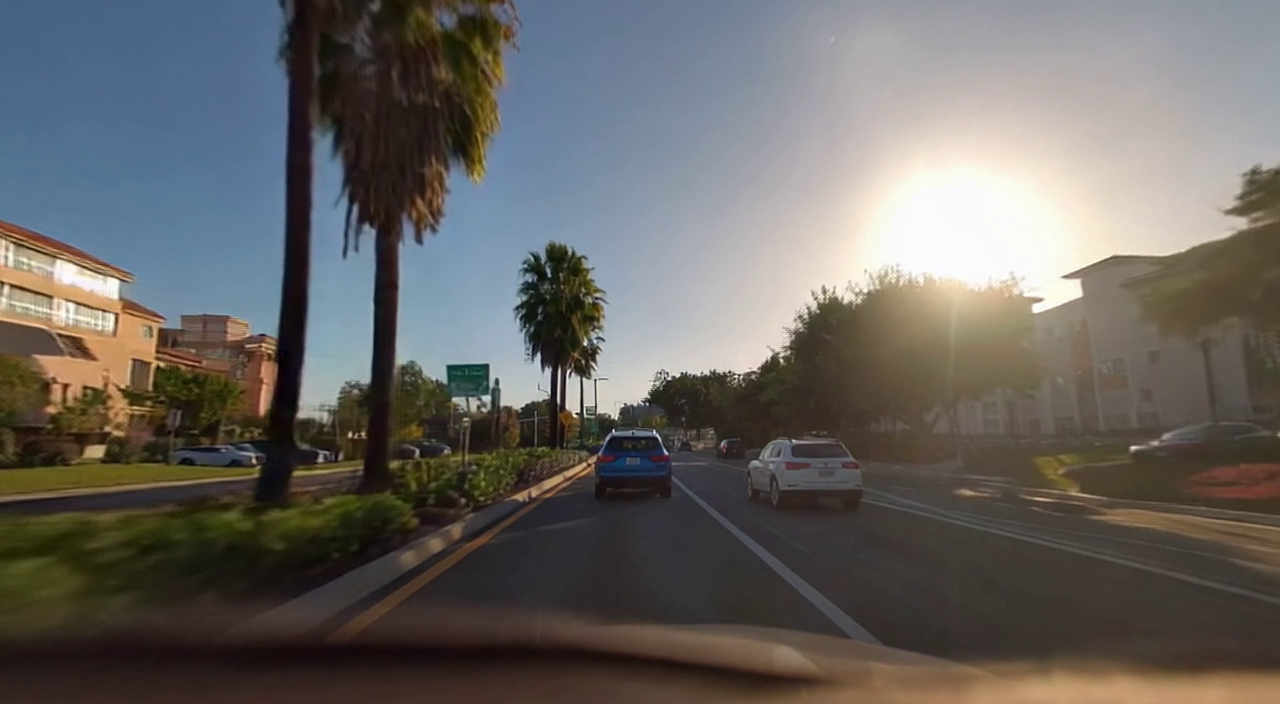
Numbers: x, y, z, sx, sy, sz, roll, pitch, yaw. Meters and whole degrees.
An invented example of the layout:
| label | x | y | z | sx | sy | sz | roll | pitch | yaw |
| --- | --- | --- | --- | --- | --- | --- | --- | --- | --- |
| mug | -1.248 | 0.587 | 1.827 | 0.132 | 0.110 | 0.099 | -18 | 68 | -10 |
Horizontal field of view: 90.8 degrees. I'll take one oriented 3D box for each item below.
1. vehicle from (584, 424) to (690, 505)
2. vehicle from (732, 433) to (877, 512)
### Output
| label | x | y | z | sx | sy | sz | roll | pitch | yaw |
| --- | --- | --- | --- | --- | --- | --- | --- | --- | --- |
| vehicle | -0.097 | 2.689 | 15.534 | 2.239 | 1.693 | 4.301 | 0 | -8 | -1 |
| vehicle | 3.471 | 2.629 | 14.343 | 1.941 | 1.472 | 4.570 | 0 | -8 | -2 |
